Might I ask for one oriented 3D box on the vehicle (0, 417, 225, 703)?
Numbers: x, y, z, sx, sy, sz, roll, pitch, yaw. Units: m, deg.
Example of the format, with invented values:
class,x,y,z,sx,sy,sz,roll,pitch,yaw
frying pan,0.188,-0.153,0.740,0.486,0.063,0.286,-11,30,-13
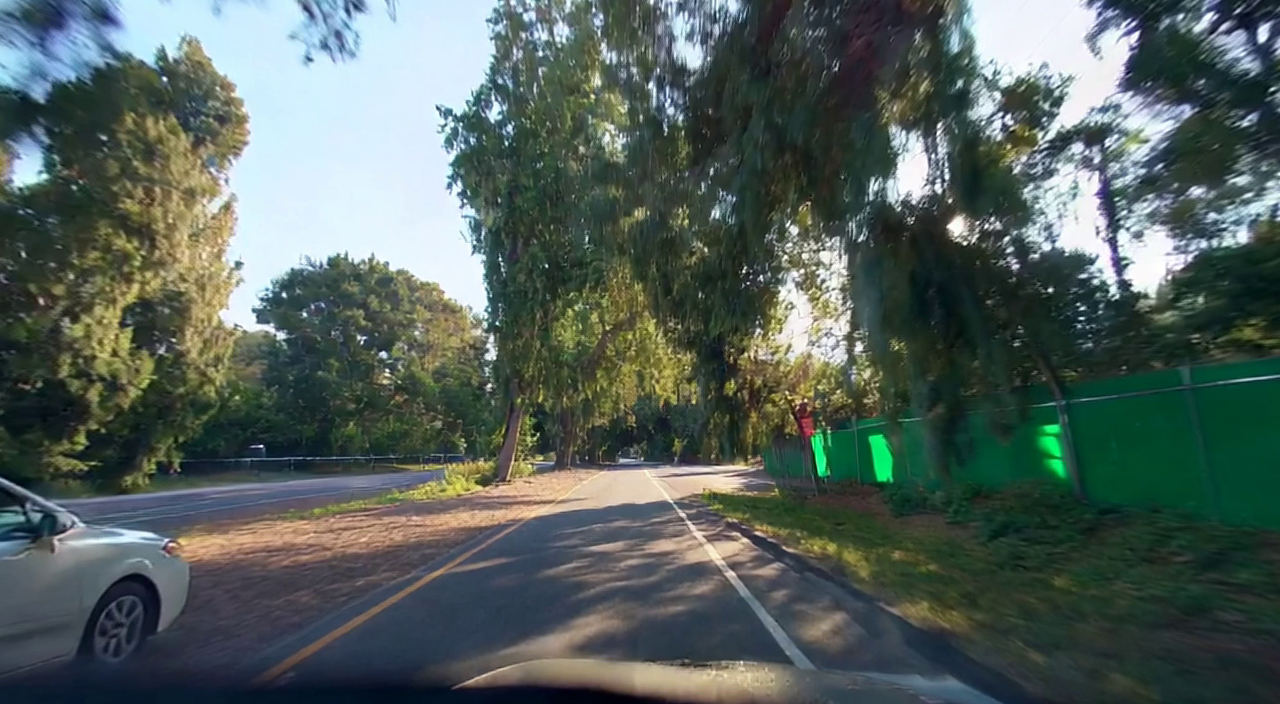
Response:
class,x,y,z,sx,sy,sz,roll,pitch,yaw
vehicle,-3.994,0.923,2.028,2.120,1.488,4.766,0,-8,-1
